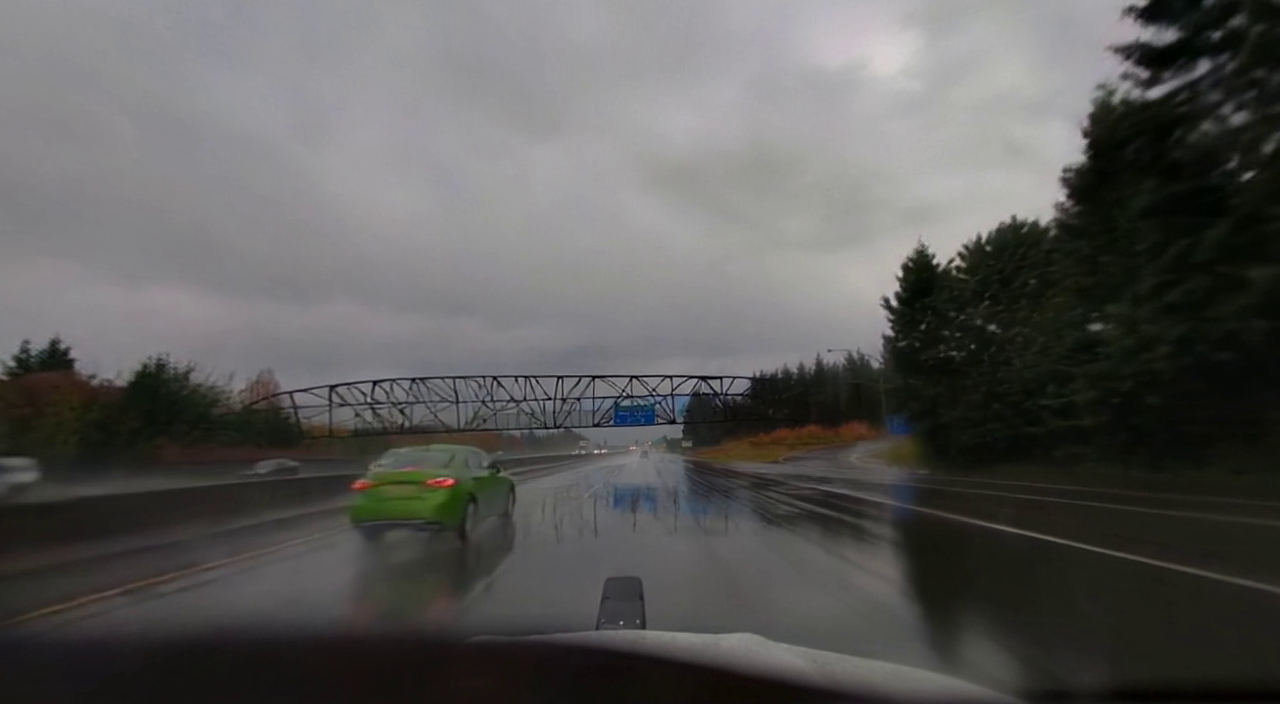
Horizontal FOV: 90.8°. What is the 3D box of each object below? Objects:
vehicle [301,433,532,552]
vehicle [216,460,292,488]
[{"bbox_3d":[-3.314,2.192,10.541,2.180,1.537,4.459,0,-9,1],"label":"vehicle"},{"bbox_3d":[-22.541,7.105,37.042,1.793,1.437,4.057,0,-9,1],"label":"vehicle"}]
